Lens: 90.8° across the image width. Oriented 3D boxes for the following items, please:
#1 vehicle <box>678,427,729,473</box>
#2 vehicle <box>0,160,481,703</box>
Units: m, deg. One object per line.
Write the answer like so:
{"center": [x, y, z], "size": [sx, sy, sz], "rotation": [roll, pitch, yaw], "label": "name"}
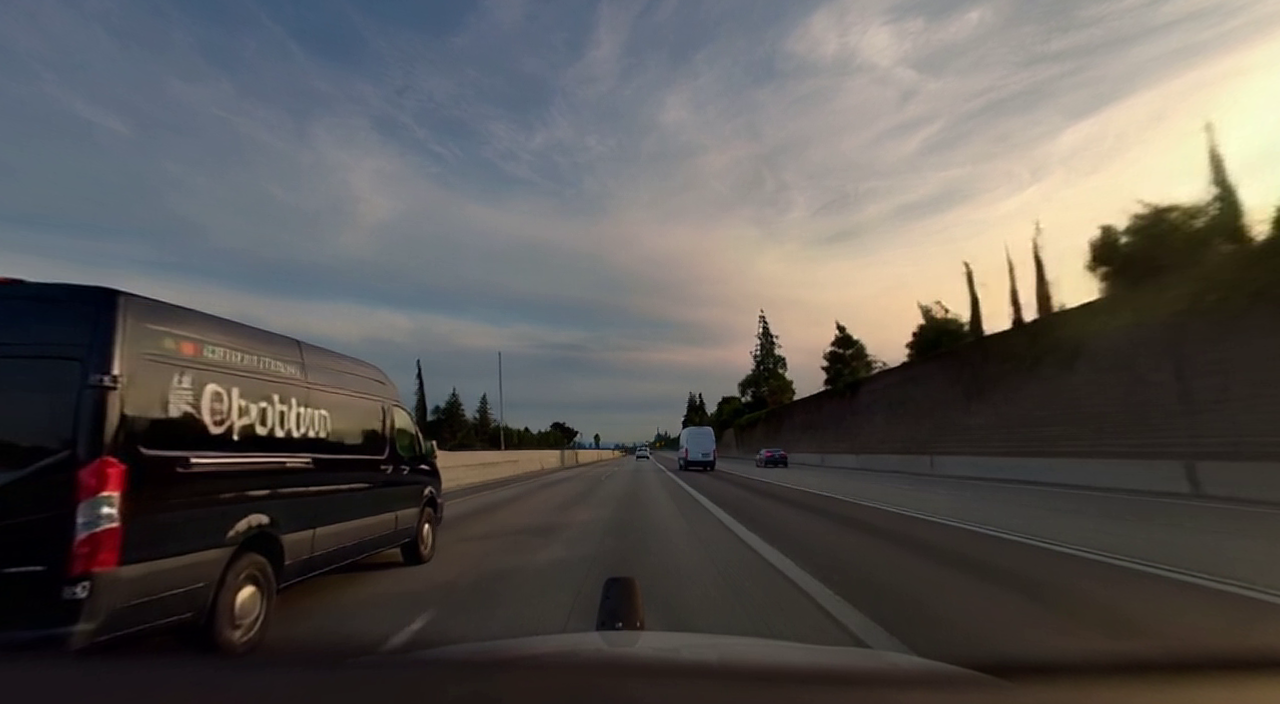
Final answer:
{"center": [3.722, 5.936, 38.182], "size": [2.373, 2.561, 5.922], "rotation": [0, -9, -1], "label": "vehicle"}
{"center": [-3.452, 0.940, 5.516], "size": [2.409, 2.523, 6.275], "rotation": [0, -9, 1], "label": "vehicle"}
